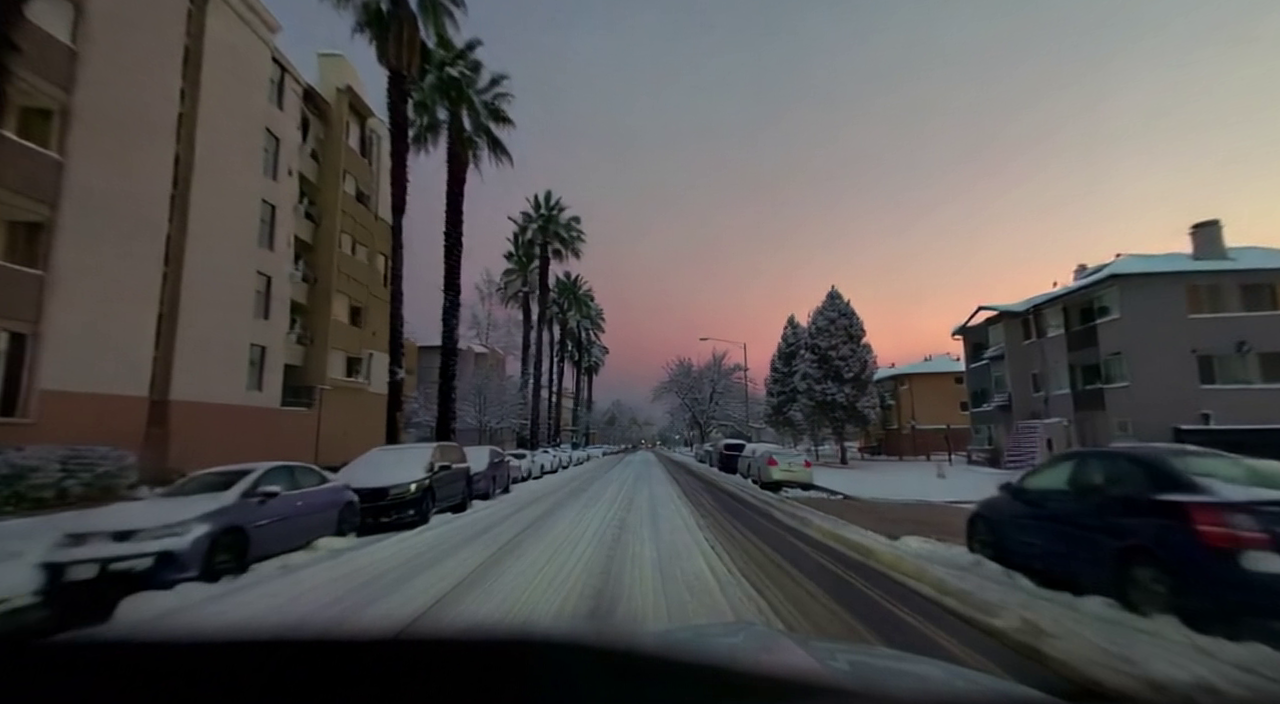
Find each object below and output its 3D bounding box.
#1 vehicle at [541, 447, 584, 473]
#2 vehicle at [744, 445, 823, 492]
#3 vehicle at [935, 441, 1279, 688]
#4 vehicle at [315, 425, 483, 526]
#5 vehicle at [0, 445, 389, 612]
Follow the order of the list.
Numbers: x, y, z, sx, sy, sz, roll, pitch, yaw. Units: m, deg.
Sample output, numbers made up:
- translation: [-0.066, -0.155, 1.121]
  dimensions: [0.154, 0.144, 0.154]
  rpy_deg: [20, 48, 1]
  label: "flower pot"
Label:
- translation: [-4.694, 6.601, 38.806]
  dimensions: [2.009, 1.469, 4.241]
  rpy_deg: [0, -8, 1]
  label: "vehicle"
- translation: [5.157, 4.232, 23.470]
  dimensions: [1.991, 1.525, 5.203]
  rpy_deg: [0, -8, 3]
  label: "vehicle"
- translation: [4.887, 1.582, 5.822]
  dimensions: [2.026, 1.474, 4.859]
  rpy_deg: [0, -8, 1]
  label: "vehicle"
- translation: [-5.042, 2.650, 14.018]
  dimensions: [1.960, 1.854, 4.441]
  rpy_deg: [-1, -9, 0]
  label: "vehicle"
- translation: [-5.103, 1.956, 8.050]
  dimensions: [1.997, 1.497, 4.437]
  rpy_deg: [0, -9, 0]
  label: "vehicle"
